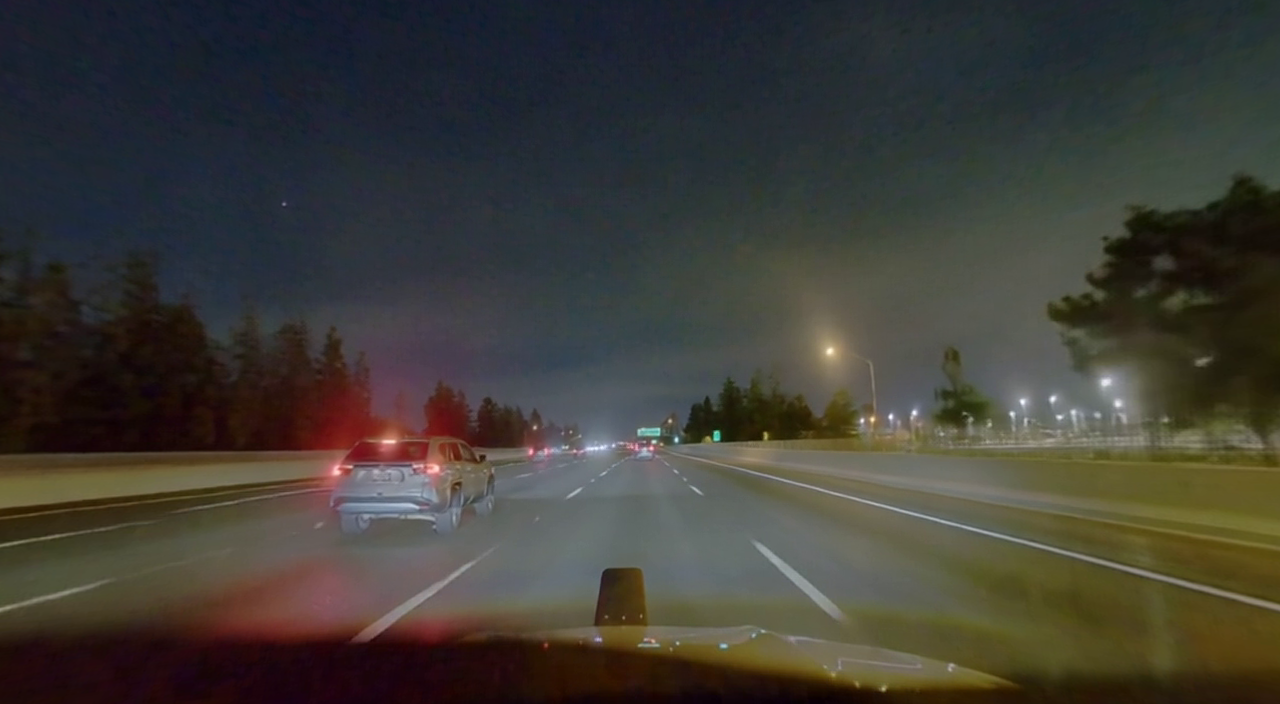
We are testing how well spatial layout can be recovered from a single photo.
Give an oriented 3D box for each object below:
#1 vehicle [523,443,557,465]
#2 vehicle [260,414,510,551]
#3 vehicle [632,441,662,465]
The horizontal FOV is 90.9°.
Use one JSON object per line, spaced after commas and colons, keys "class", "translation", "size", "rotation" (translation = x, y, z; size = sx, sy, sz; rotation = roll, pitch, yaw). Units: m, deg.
{"class": "vehicle", "translation": [-7.726, 7.920, 49.107], "size": [1.871, 1.542, 4.371], "rotation": [-1, -8, 0]}
{"class": "vehicle", "translation": [-3.791, 2.035, 10.488], "size": [2.214, 1.759, 4.435], "rotation": [-1, -8, 1]}
{"class": "vehicle", "translation": [0.480, 7.340, 46.019], "size": [2.023, 1.589, 4.030], "rotation": [0, -8, 0]}
